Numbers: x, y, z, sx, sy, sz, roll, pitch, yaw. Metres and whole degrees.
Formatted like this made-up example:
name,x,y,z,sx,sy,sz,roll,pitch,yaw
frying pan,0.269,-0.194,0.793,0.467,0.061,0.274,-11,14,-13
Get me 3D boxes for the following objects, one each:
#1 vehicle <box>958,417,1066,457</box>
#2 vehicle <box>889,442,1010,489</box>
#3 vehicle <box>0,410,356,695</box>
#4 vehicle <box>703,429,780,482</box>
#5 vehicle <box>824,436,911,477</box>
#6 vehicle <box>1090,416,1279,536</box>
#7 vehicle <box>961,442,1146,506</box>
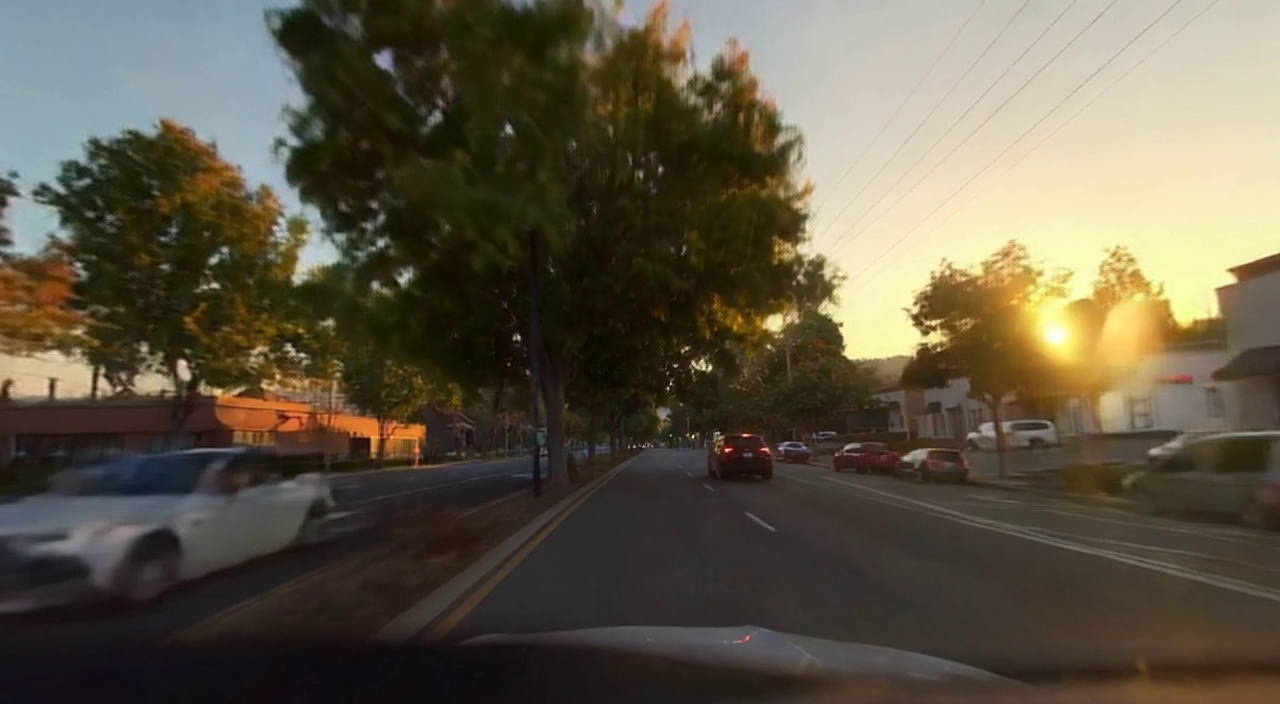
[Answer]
name,x,y,z,sx,sy,sz,roll,pitch,yaw
vehicle,19.767,4.622,33.905,2.175,1.965,5.909,0,-9,0
vehicle,10.842,3.994,22.540,1.893,1.467,4.760,0,-9,0
vehicle,-4.439,1.368,5.437,2.031,1.478,4.434,0,-9,-2
vehicle,3.825,4.009,24.579,2.183,1.845,4.482,0,-9,-1
vehicle,10.799,4.995,30.359,2.247,1.799,5.025,0,-9,-1
vehicle,10.502,2.049,10.721,1.989,1.768,4.977,0,-9,0
vehicle,10.632,3.131,16.711,1.853,1.458,4.480,0,-9,0
